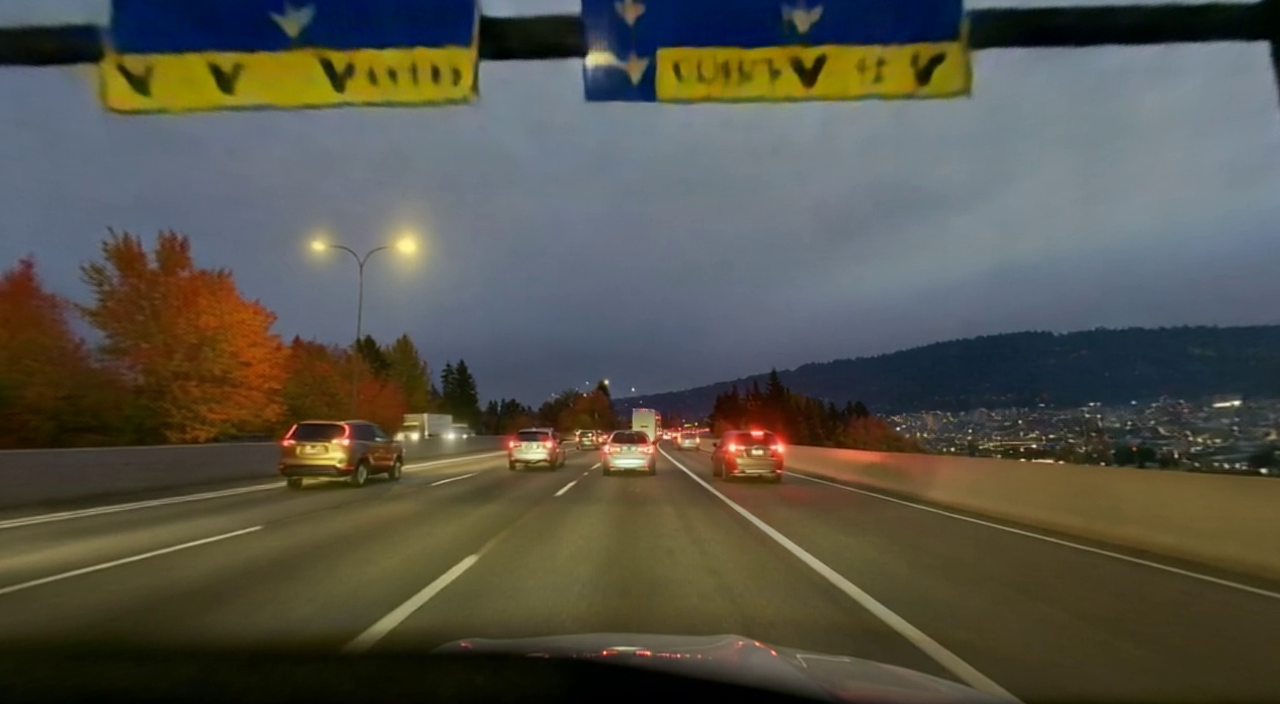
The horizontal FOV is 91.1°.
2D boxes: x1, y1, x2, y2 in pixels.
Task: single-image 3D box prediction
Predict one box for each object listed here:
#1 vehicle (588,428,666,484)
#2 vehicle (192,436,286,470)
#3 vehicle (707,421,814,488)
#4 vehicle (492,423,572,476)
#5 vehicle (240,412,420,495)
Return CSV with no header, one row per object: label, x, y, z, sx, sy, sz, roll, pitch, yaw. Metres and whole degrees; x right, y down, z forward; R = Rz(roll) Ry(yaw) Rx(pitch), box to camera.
vehicle,-0.341,3.106,19.246,2.111,1.494,4.364,0,-8,0
vehicle,-19.283,4.845,30.458,1.860,1.489,4.128,0,-8,0
vehicle,3.258,2.859,17.944,2.095,1.650,4.331,0,-8,-1
vehicle,-3.710,3.428,22.418,2.064,1.672,4.277,0,-8,1
vehicle,-7.534,2.521,15.979,2.117,1.779,4.745,0,-8,0
